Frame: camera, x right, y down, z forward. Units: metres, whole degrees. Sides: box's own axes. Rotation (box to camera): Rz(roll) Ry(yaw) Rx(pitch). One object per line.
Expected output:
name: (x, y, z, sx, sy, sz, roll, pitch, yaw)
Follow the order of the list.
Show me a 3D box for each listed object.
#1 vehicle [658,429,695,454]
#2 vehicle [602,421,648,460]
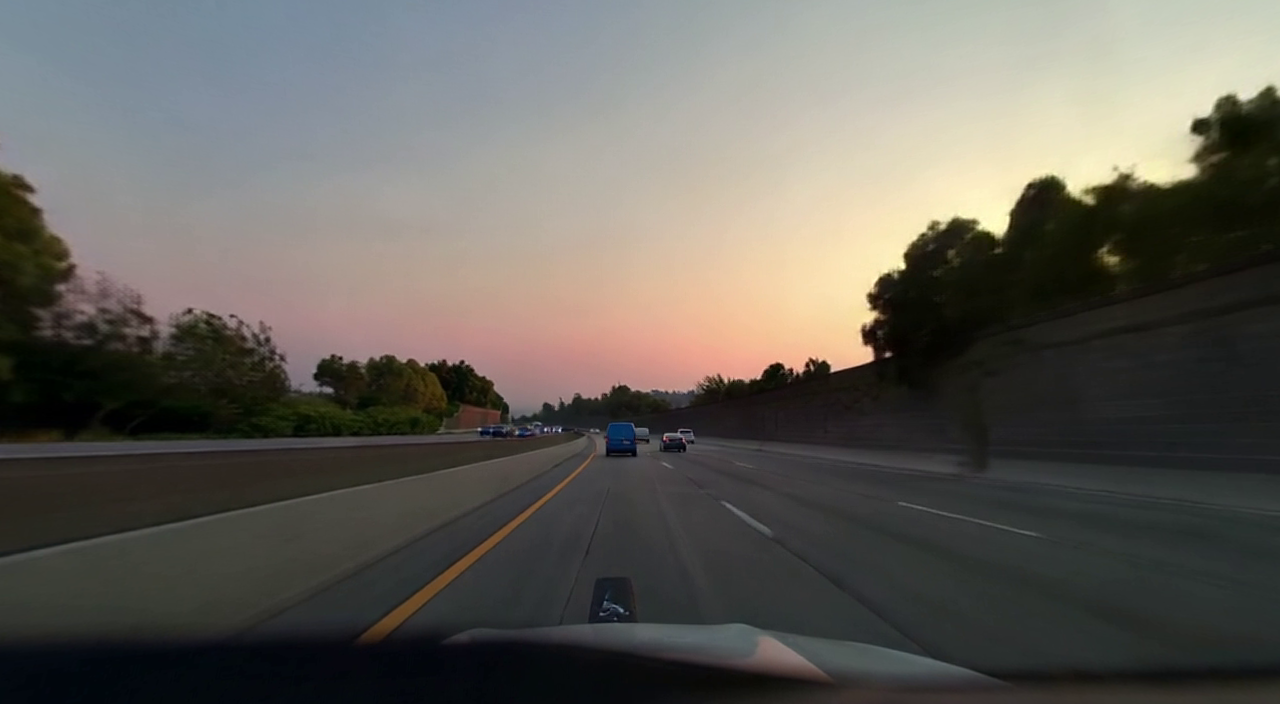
vehicle: (2.397, 6.032, 42.399, 1.996, 1.589, 3.715, 0, -8, -4)
vehicle: (-0.862, 4.888, 35.036, 2.403, 1.994, 4.683, 0, -8, -2)
